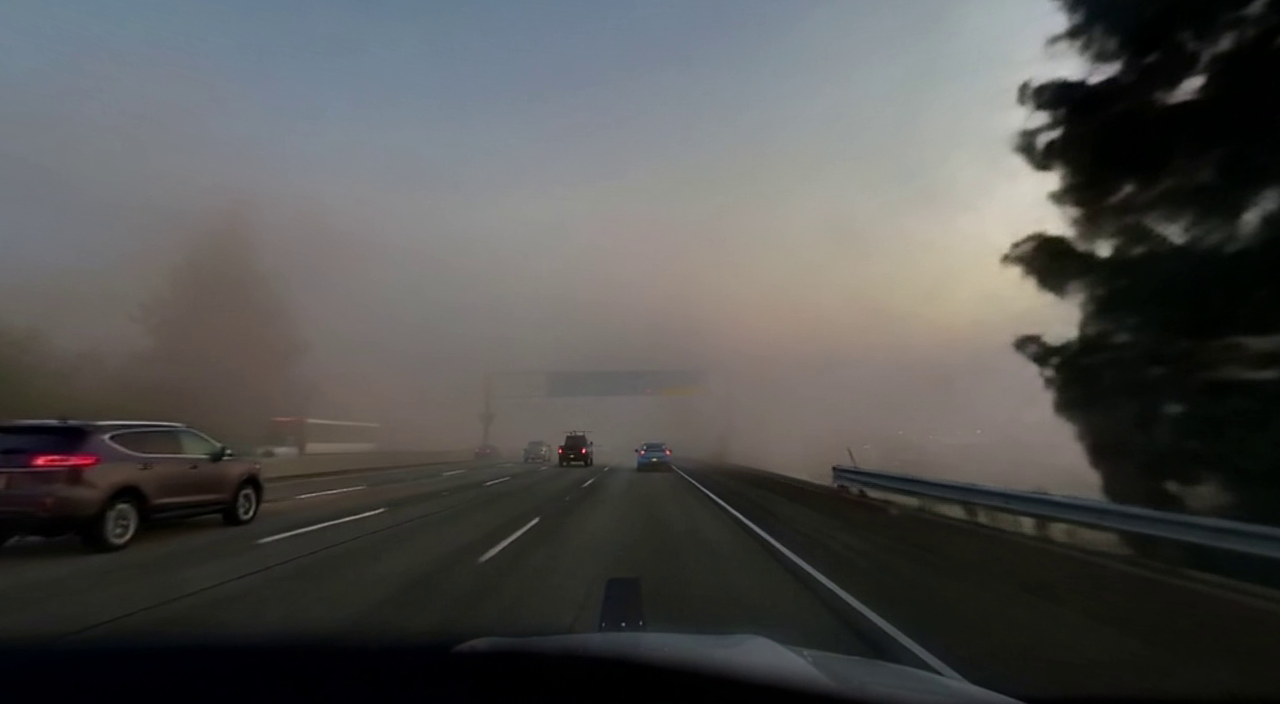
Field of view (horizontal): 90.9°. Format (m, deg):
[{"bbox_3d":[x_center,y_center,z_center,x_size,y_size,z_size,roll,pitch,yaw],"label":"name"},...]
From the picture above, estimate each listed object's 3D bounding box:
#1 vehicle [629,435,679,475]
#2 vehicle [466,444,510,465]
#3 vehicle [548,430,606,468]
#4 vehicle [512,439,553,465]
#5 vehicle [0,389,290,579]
[{"bbox_3d":[0.618,4.836,29.864,2.135,1.697,4.757,0,-8,0],"label":"vehicle"},{"bbox_3d":[-11.058,7.455,46.071,1.951,1.491,4.697,0,-8,1],"label":"vehicle"},{"bbox_3d":[-3.636,5.806,37.920,2.751,2.050,5.761,0,-8,1],"label":"vehicle"},{"bbox_3d":[-7.732,7.220,45.904,2.078,1.779,4.610,0,-8,1],"label":"vehicle"},{"bbox_3d":[-7.685,1.622,8.359,2.521,1.901,5.988,0,-8,2],"label":"vehicle"}]
